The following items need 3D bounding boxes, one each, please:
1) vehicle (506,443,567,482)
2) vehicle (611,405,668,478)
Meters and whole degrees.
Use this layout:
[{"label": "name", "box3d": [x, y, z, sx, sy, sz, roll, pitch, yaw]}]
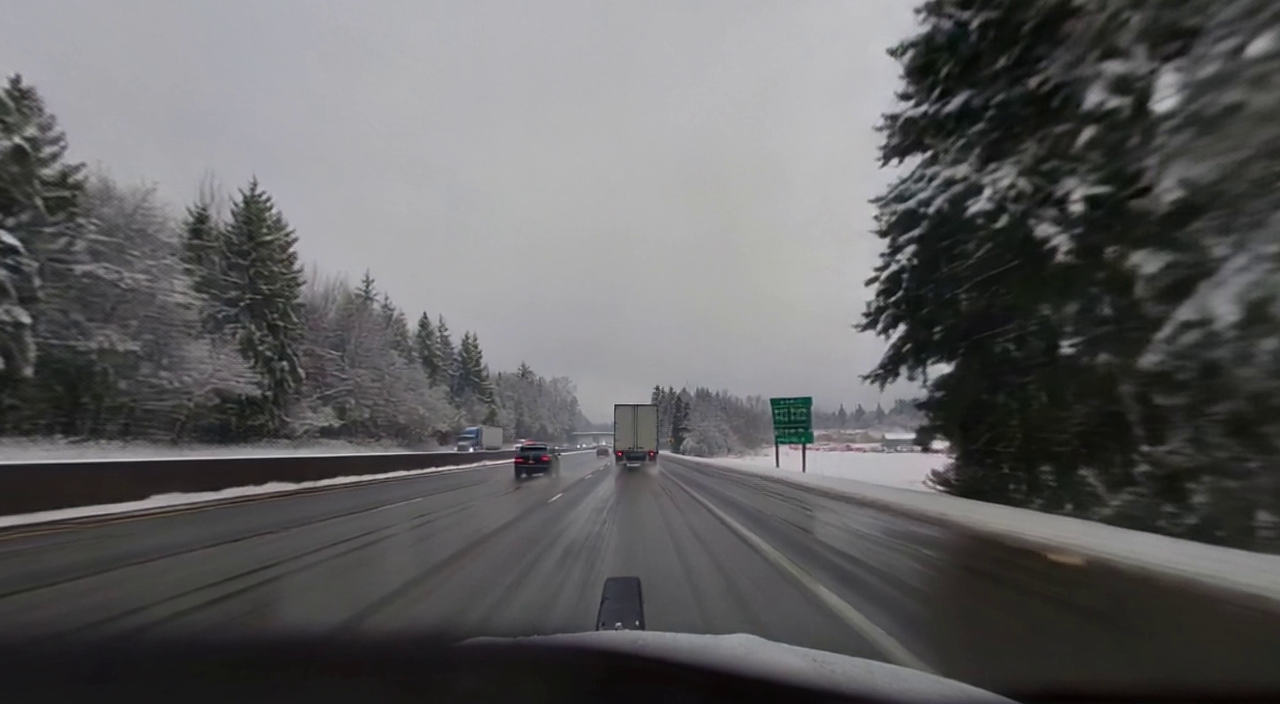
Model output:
[{"label": "vehicle", "box3d": [-4.409, 4.781, 27.451, 1.964, 1.556, 4.071, 0, -9, 0]}, {"label": "vehicle", "box3d": [-0.124, 5.722, 39.672, 2.976, 3.800, 12.335, 0, -9, -1]}]
